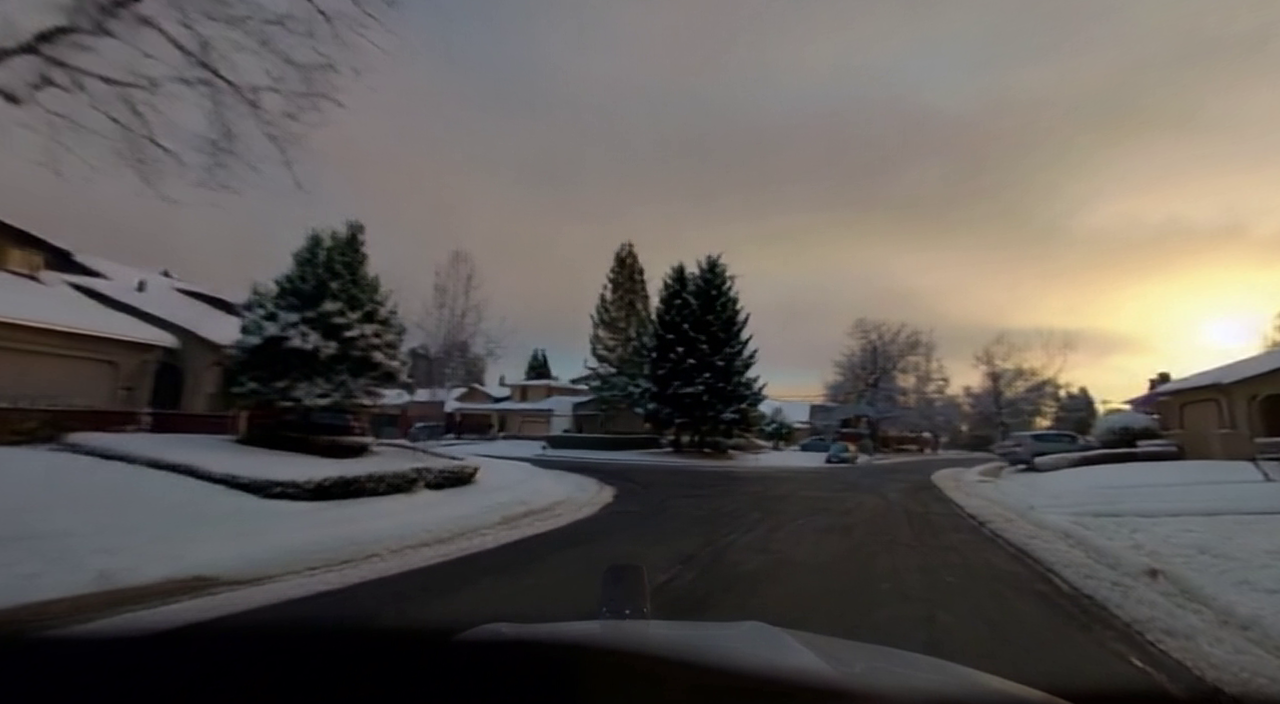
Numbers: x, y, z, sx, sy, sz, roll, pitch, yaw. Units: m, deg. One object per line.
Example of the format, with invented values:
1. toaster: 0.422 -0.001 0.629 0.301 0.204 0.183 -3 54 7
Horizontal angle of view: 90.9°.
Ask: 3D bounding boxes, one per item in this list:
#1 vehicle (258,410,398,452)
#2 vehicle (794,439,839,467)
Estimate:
1. vehicle: -12.806 3.360 26.289 1.791 1.517 5.089 -7 -11 27
2. vehicle: 12.512 7.079 44.393 2.180 1.752 4.700 -7 -10 24
